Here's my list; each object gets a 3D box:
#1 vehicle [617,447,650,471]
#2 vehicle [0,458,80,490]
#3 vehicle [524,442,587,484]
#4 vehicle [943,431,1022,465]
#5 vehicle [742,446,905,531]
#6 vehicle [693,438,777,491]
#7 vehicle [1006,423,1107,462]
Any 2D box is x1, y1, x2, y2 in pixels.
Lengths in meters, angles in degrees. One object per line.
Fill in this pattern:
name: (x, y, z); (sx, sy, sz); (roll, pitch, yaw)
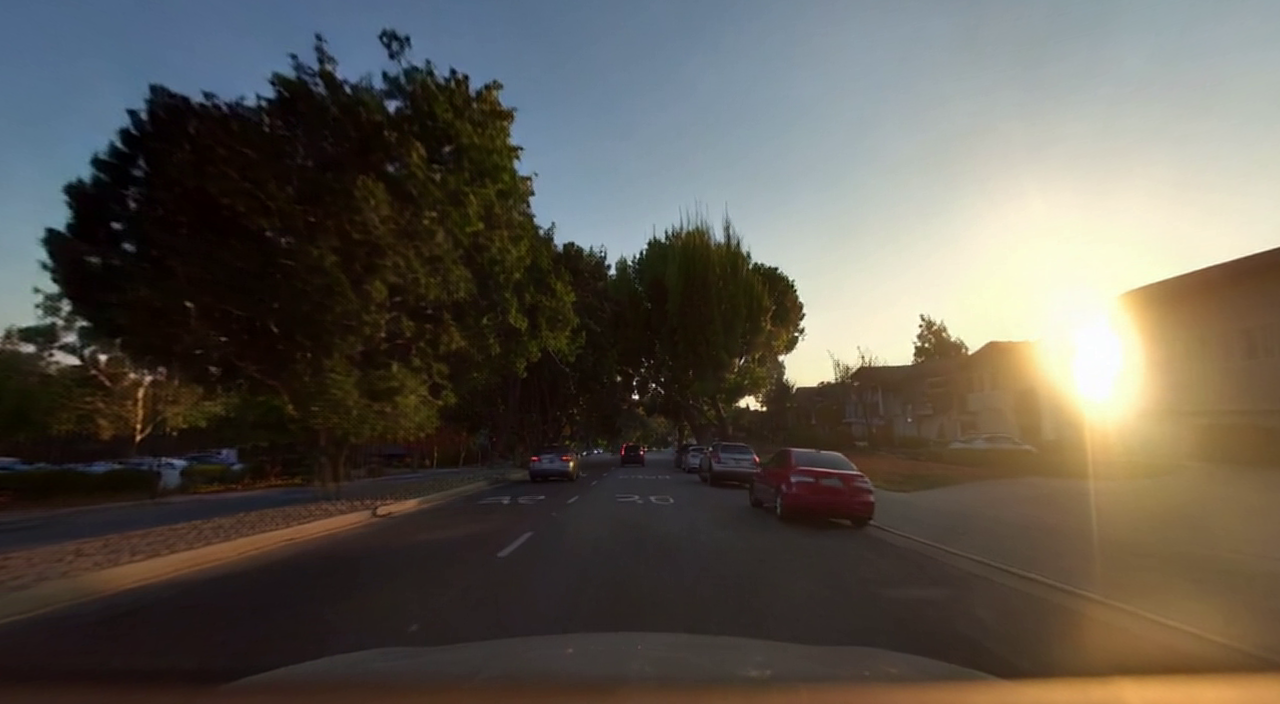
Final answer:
vehicle: (-0.407, 7.215, 42.895); (2.142, 1.548, 4.273); (0, -9, 0)
vehicle: (-41.567, 8.114, 42.285); (2.307, 1.896, 6.192); (0, -9, 2)
vehicle: (-3.589, 4.822, 27.799); (2.129, 1.668, 4.722); (0, -9, 0)
vehicle: (16.443, 4.651, 30.572); (1.747, 1.460, 4.247); (0, -9, 6)
vehicle: (3.673, 2.814, 13.736); (2.019, 1.495, 4.755); (0, -9, -1)
vehicle: (3.589, 4.389, 24.949); (2.273, 1.860, 5.077); (1, -9, -3)
vehicle: (19.326, 4.252, 29.599); (1.938, 1.668, 4.286); (0, -9, 3)
